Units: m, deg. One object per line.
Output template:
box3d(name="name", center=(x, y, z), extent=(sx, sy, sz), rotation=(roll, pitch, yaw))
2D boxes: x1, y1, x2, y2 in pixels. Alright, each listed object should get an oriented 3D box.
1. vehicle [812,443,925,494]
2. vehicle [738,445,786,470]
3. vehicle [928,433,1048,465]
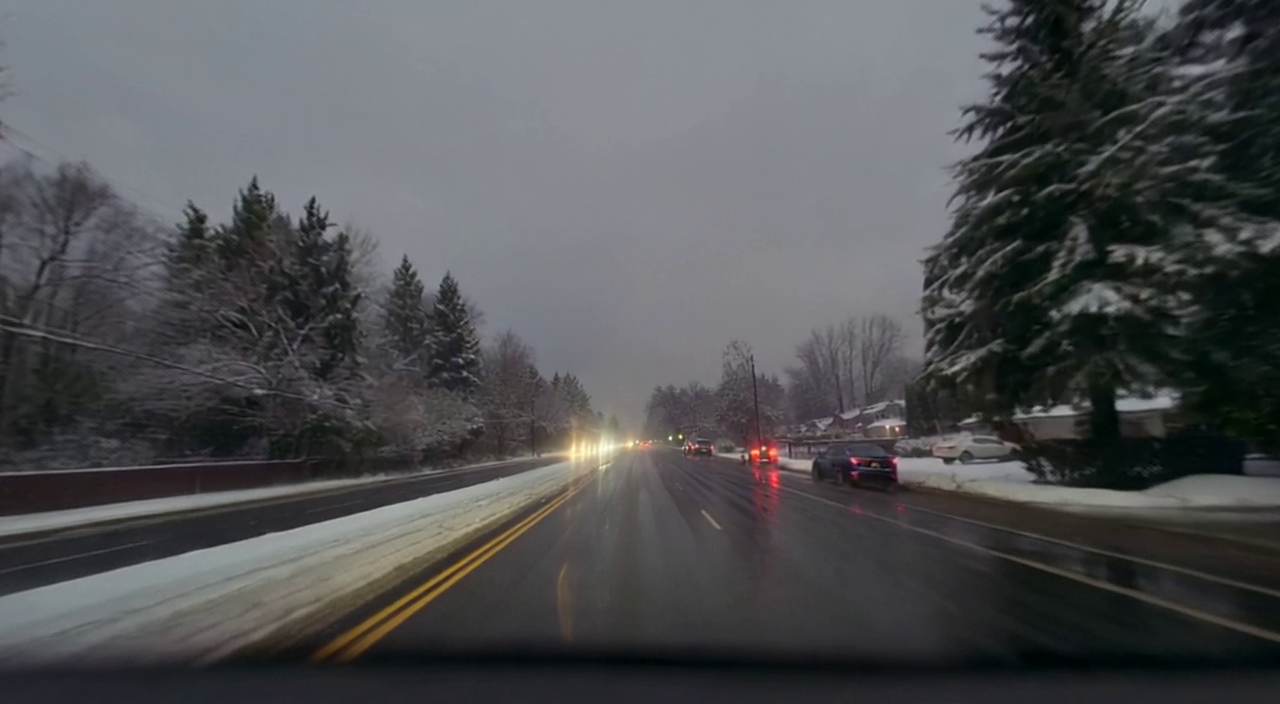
box3d(name="vehicle", center=(7.336, 3.768, 20.841), extent=(2.010, 1.469, 4.548), rotation=(0, -9, 0))
box3d(name="vehicle", center=(7.494, 6.520, 39.240), extent=(1.967, 1.449, 4.645), rotation=(0, -9, -1))
box3d(name="vehicle", center=(17.702, 4.966, 32.290), extent=(4.793, 1.537, 2.353), rotation=(0, -9, -5))
